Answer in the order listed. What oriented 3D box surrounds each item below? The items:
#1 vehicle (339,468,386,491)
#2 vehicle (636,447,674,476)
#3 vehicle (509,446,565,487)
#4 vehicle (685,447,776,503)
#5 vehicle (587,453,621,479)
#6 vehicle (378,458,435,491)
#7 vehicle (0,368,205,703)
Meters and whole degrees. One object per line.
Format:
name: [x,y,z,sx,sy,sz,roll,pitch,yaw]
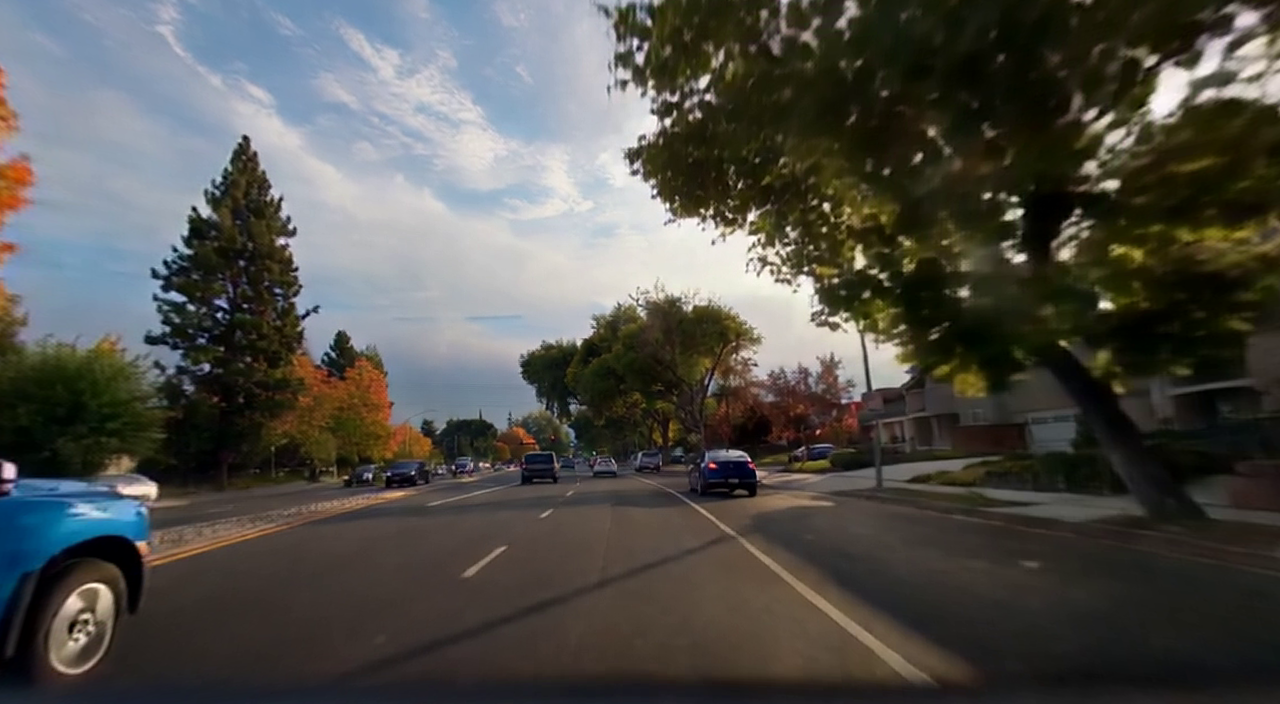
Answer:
vehicle: [-21.866,10.050,49.935,1.951,1.480,4.691,0,-8,-5]
vehicle: [0.973,7.498,43.396,2.099,1.845,4.363,1,-9,-6]
vehicle: [-4.880,5.481,30.623,2.218,1.829,4.492,0,-8,-3]
vehicle: [2.574,3.619,19.100,1.884,1.463,4.195,0,-8,-4]
vehicle: [-2.403,7.386,41.214,2.030,1.477,4.330,1,-8,-5]
vehicle: [-13.565,7.109,36.991,2.017,1.691,4.351,0,-8,-5]
vehicle: [-4.035,0.765,1.625,2.111,1.745,5.274,0,-8,-1]
